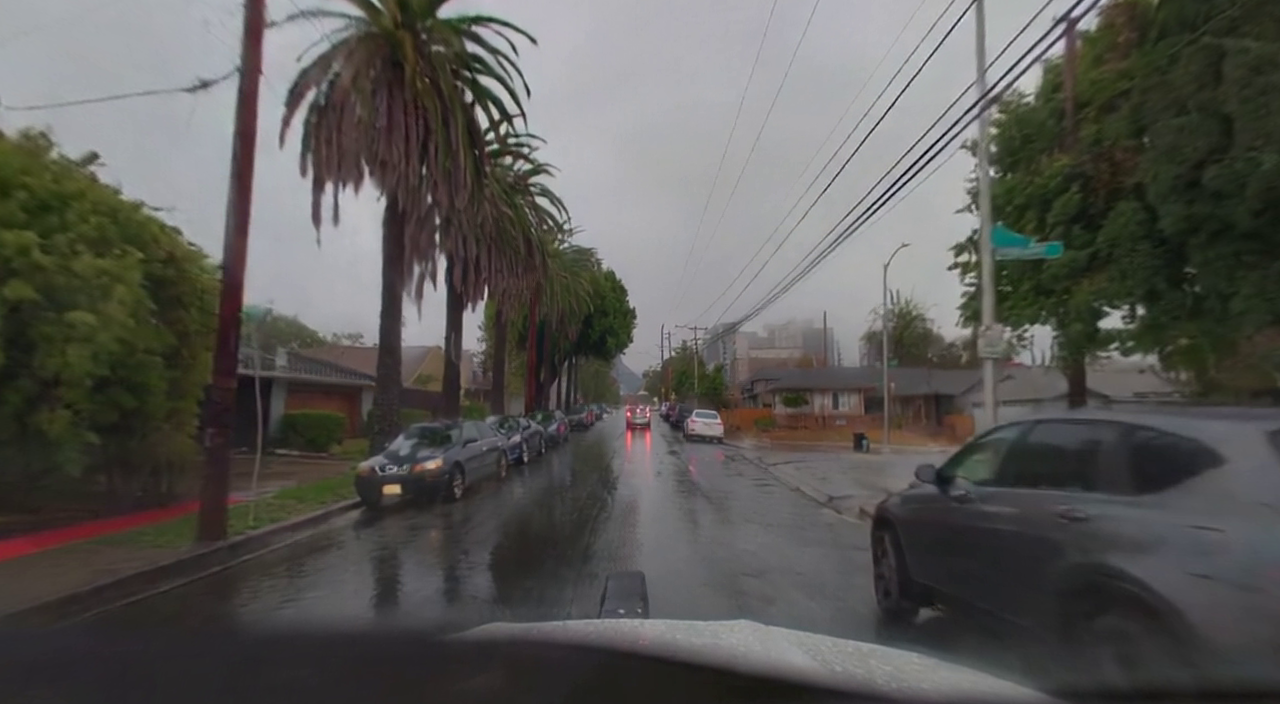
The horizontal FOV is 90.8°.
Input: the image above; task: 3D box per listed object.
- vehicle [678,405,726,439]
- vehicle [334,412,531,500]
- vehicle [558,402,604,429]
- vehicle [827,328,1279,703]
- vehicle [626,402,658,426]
[{"bbox_3d":[3.138,3.704,32.933,2.060,1.614,4.652,0,-8,0],"label":"vehicle"},{"bbox_3d":[-4.072,2.190,13.751,2.157,1.487,5.718,0,-8,2],"label":"vehicle"},{"bbox_3d":[-3.707,4.144,40.790,2.130,1.543,5.386,0,-8,4],"label":"vehicle"},{"bbox_3d":[2.775,1.101,3.921,1.895,1.680,4.842,0,-8,2],"label":"vehicle"},{"bbox_3d":[0.150,4.411,44.303,2.081,1.483,4.599,0,-8,0],"label":"vehicle"}]
